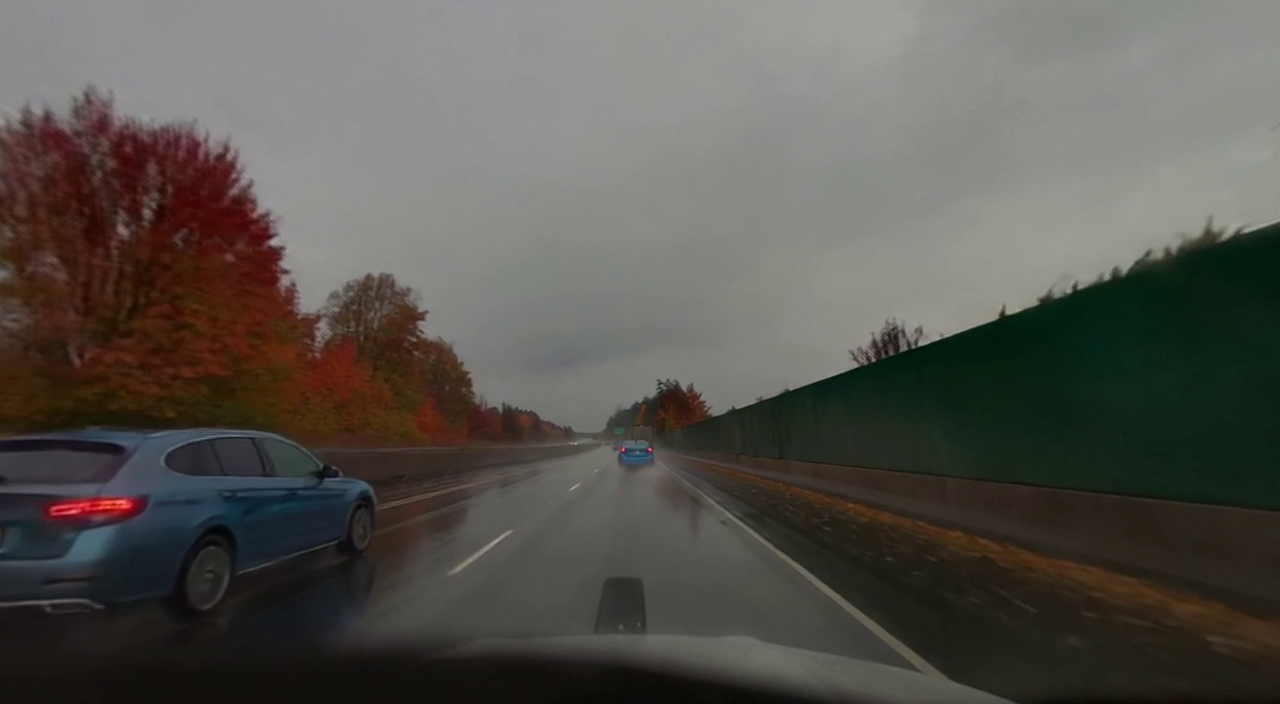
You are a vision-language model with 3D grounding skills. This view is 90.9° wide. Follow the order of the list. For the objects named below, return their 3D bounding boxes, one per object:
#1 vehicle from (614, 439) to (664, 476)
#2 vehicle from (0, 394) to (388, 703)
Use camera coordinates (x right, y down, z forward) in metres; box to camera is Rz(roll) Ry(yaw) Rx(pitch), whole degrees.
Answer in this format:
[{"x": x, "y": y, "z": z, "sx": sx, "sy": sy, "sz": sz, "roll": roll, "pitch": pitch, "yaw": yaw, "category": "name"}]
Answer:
[{"x": -0.099, "y": 4.623, "z": 27.888, "sx": 2.057, "sy": 1.516, "sz": 4.065, "roll": 0, "pitch": -8, "yaw": -1, "category": "vehicle"}, {"x": -3.864, "y": 1.251, "z": 4.948, "sx": 2.054, "sy": 1.536, "sz": 4.128, "roll": 0, "pitch": -8, "yaw": 0, "category": "vehicle"}]
